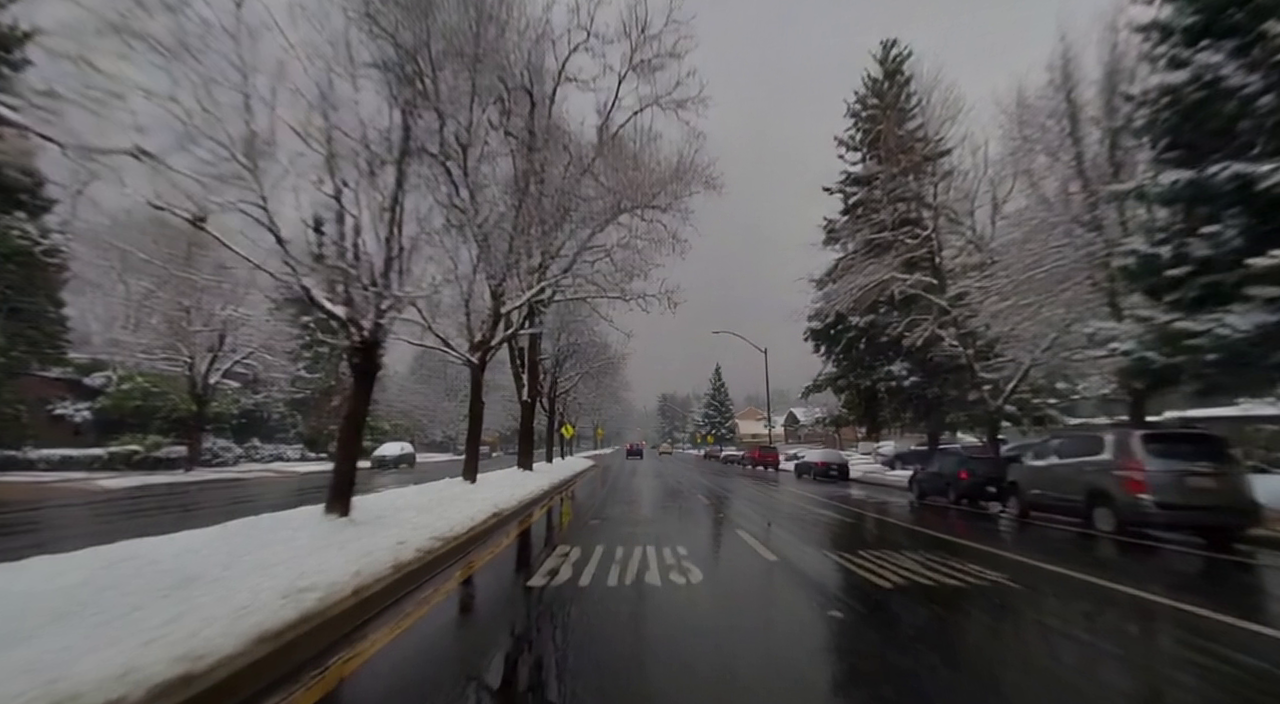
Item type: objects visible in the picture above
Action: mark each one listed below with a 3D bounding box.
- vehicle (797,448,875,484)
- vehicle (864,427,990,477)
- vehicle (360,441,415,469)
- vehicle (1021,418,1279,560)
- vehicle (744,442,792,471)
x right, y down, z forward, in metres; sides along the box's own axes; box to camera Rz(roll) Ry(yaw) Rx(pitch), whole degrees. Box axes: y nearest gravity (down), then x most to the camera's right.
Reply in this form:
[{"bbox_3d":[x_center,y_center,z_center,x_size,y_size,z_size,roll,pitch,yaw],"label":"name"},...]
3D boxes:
[{"bbox_3d":[9.172,5.348,30.065,2.009,1.493,4.983,0,-8,-2],"label":"vehicle"},{"bbox_3d":[16.173,5.600,35.799,5.911,2.054,2.167,-6,-6,-2],"label":"vehicle"},{"bbox_3d":[-17.949,7.323,45.224,2.016,1.755,5.389,-3,-8,-3],"label":"vehicle"},{"bbox_3d":[9.398,2.260,11.272,2.083,1.946,4.928,0,-8,0],"label":"vehicle"},{"bbox_3d":[8.681,7.153,43.425,2.100,1.821,4.991,0,-8,-2],"label":"vehicle"}]
